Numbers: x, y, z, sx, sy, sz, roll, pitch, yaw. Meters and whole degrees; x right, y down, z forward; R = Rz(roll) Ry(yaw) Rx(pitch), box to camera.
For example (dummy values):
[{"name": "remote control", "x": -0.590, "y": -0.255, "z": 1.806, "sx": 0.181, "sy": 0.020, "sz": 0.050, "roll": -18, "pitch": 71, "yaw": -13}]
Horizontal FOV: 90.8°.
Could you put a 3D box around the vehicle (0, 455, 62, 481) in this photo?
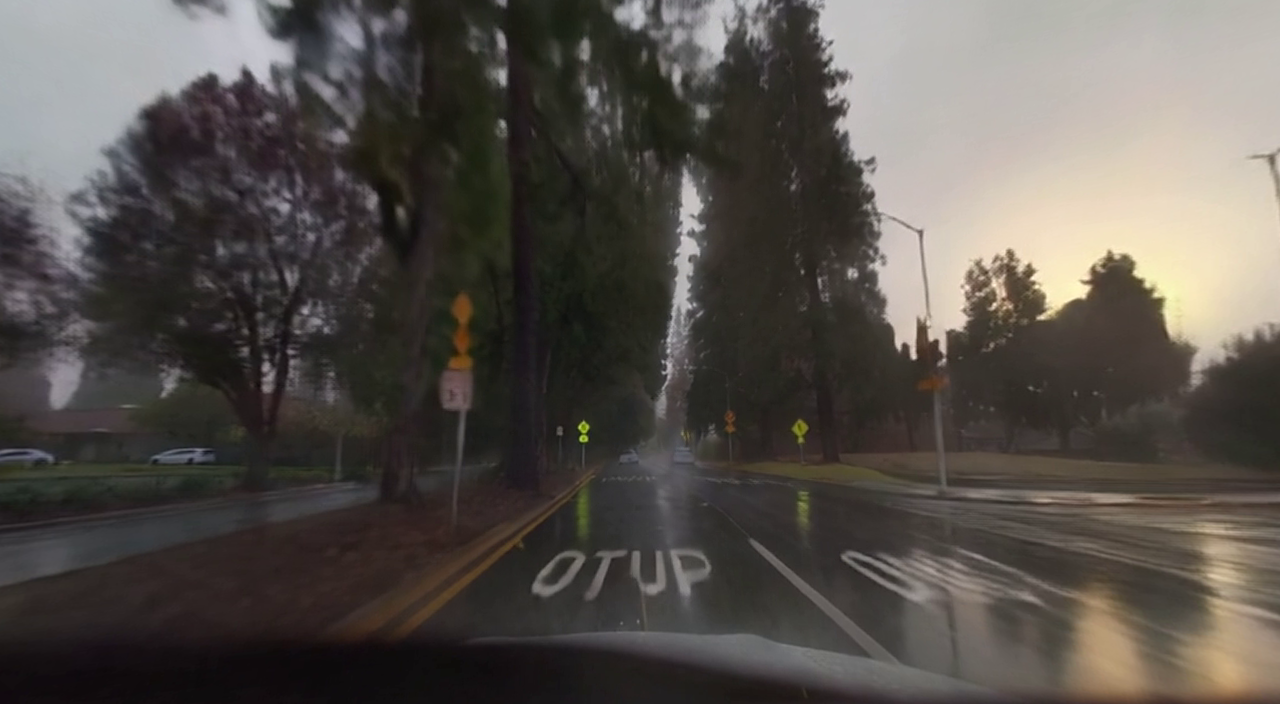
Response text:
[{"name": "vehicle", "x": -42.197, "y": 7.730, "z": 42.230, "sx": 5.040, "sy": 1.660, "sz": 1.996, "roll": 0, "pitch": -9, "yaw": -1}]

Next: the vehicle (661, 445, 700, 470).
[{"name": "vehicle", "x": 2.629, "y": 6.934, "z": 41.767, "sx": 2.142, "sy": 1.501, "sz": 4.273, "roll": 0, "pitch": -9, "yaw": -2}]
